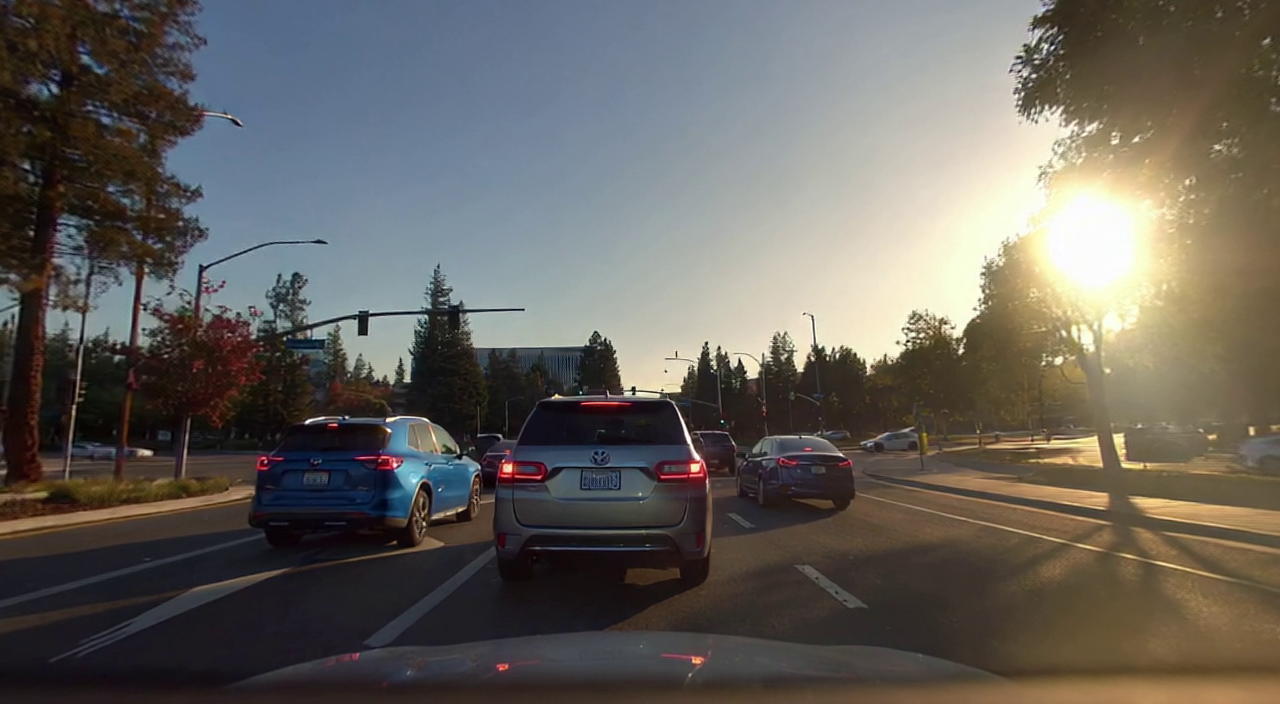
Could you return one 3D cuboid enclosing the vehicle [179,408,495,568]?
[{"bbox_3d":[-3.718,1.763,8.966,2.160,1.666,4.583,0,-8,1],"label":"vehicle"}]

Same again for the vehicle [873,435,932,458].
[{"bbox_3d":[19.996,7.193,47.928,4.361,1.653,2.034,6,-10,-35],"label":"vehicle"}]

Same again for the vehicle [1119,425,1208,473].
[{"bbox_3d":[19.188,3.539,23.029,4.215,1.578,1.892,8,-12,-44],"label":"vehicle"}]

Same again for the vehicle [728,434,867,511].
[{"bbox_3d":[3.409,2.696,14.593,2.121,1.494,4.208,0,-8,0],"label":"vehicle"}]

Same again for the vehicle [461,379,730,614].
[{"bbox_3d":[-0.342,1.430,7.099,2.064,1.817,4.298,0,-8,0],"label":"vehicle"}]
